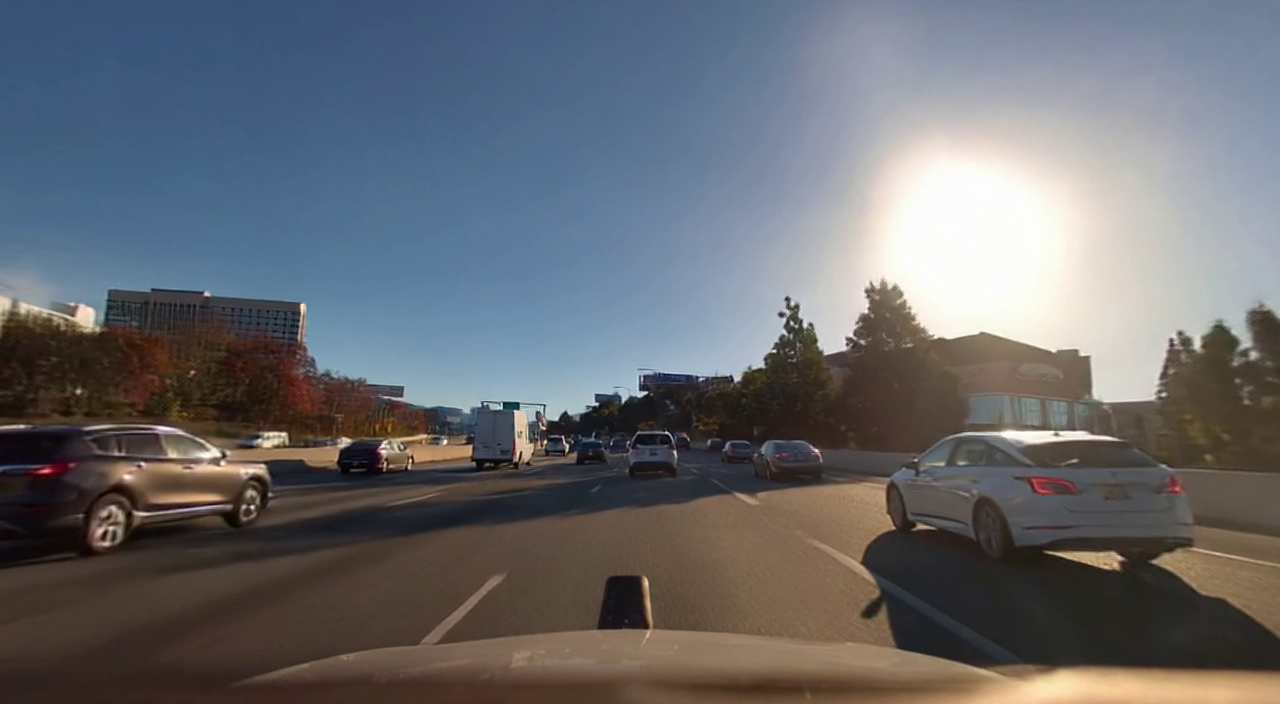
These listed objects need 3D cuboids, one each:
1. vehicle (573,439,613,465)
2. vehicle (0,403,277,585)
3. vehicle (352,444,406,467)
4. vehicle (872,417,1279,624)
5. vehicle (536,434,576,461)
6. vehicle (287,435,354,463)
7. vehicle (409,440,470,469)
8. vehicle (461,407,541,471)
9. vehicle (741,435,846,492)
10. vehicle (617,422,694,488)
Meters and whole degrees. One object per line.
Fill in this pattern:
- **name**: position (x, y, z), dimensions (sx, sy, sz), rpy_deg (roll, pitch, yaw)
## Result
- **vehicle**: position (-2.841, 6.190, 39.292), dimensions (2.079, 1.499, 4.512), rpy_deg (0, -8, 1)
- **vehicle**: position (-6.770, 1.571, 7.642), dimensions (2.021, 1.632, 4.417), rpy_deg (0, -8, 1)
- **vehicle**: position (-16.508, 6.525, 40.063), dimensions (1.823, 1.388, 3.705), rpy_deg (0, -8, 1)
- **vehicle**: position (4.353, 1.554, 6.893), dimensions (1.915, 1.482, 4.537), rpy_deg (0, -8, 0)
- **vehicle**: position (-6.479, 7.425, 49.264), dimensions (2.269, 1.929, 6.032), rpy_deg (0, -8, 0)
- **vehicle**: position (-20.705, 6.323, 41.103), dimensions (1.920, 1.695, 4.612), rpy_deg (0, -8, 1)
- **vehicle**: position (-10.607, 5.446, 33.682), dimensions (1.923, 1.480, 3.905), rpy_deg (0, -8, 1)
- **vehicle**: position (-6.783, 4.410, 31.838), dimensions (2.358, 2.817, 7.055), rpy_deg (0, -8, 1)
- **vehicle**: position (4.375, 3.250, 18.798), dimensions (1.942, 1.487, 4.518), rpy_deg (0, -8, -1)
- **vehicle**: position (0.456, 3.274, 20.395), dimensions (2.209, 1.863, 4.626), rpy_deg (0, -8, 1)
